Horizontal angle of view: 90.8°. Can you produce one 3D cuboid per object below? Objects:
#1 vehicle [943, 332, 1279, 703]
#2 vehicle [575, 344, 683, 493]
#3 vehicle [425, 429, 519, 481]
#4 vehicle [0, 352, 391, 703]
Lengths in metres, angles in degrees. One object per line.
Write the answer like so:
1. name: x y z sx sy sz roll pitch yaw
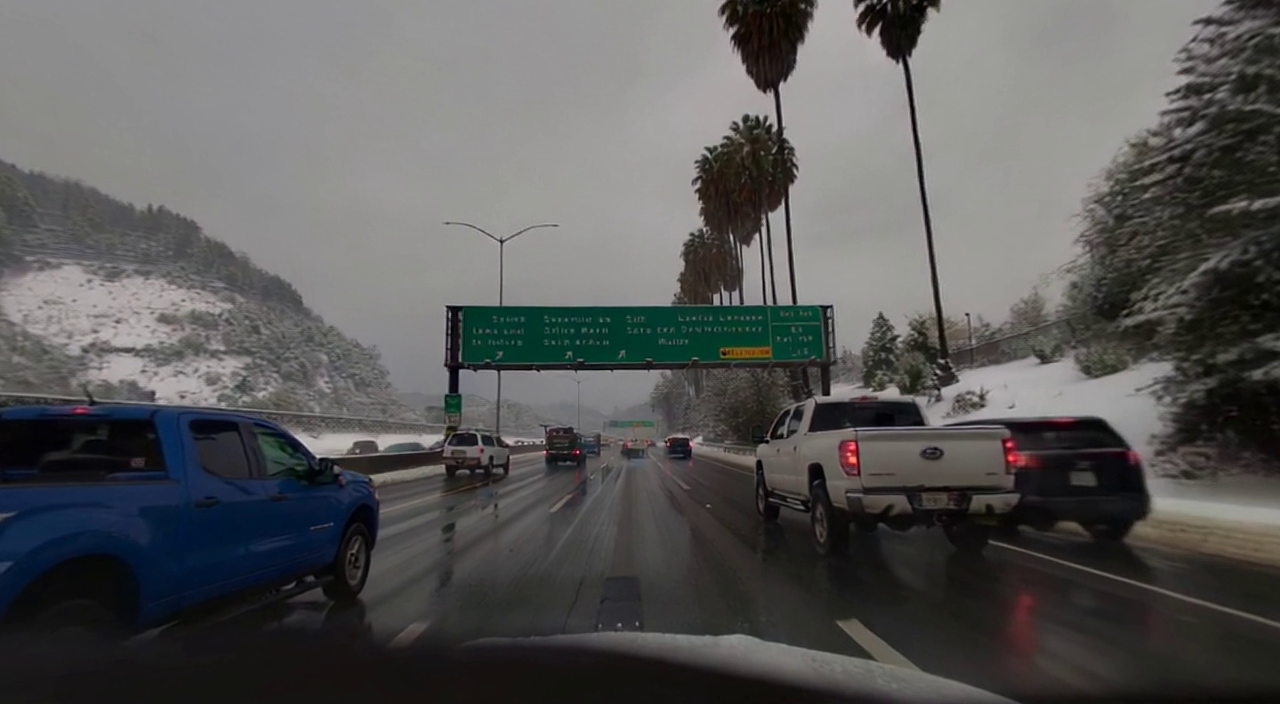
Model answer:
1. vehicle: 3.174 0.634 2.155 1.859 1.416 4.695 0 -9 -1
2. vehicle: -0.167 2.607 22.610 2.906 4.040 10.743 -1 -9 1
3. vehicle: -6.838 4.293 26.551 2.344 1.954 5.579 0 -9 1
4. vehicle: -3.215 1.052 3.630 1.885 1.654 4.103 0 -9 0
